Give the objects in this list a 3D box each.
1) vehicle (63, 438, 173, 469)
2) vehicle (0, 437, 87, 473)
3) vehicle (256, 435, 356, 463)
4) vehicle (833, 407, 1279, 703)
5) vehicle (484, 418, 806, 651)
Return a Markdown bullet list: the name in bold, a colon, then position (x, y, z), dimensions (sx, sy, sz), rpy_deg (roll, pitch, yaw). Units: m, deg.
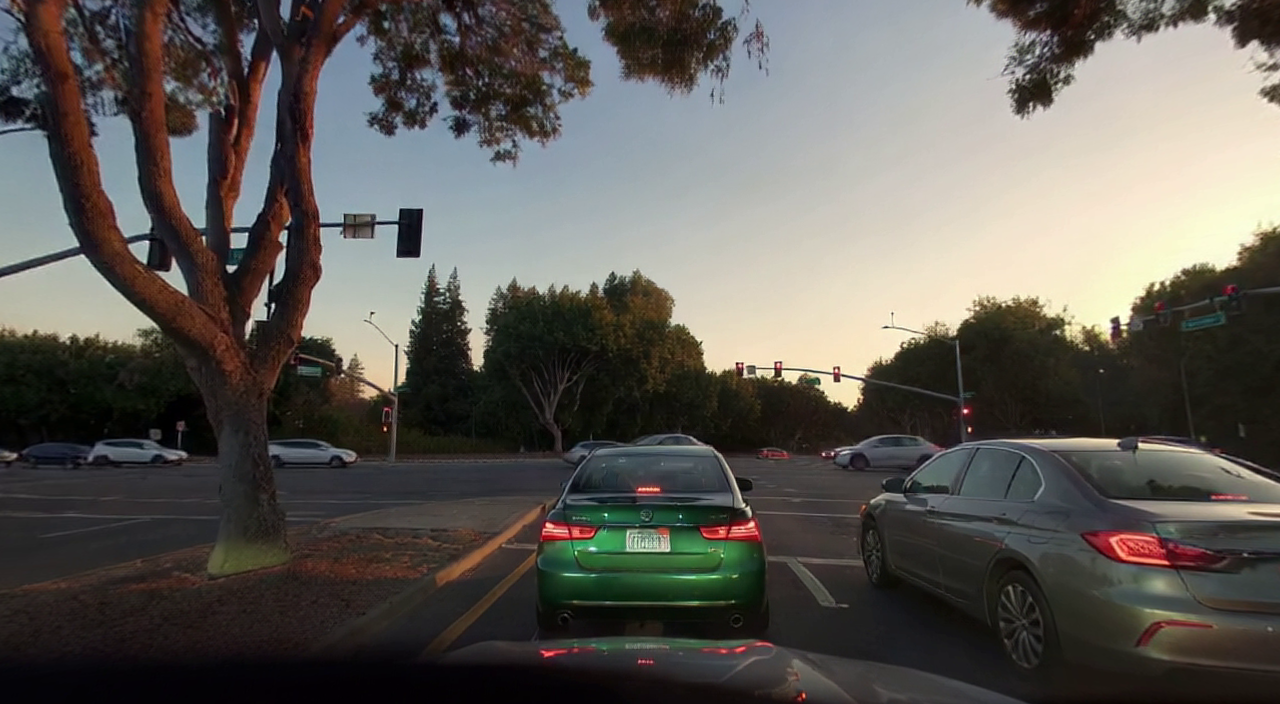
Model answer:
- **vehicle**: position (-28.035, 5.443, 33.993), dimensions (4.416, 1.597, 1.887), rpy_deg (-1, -9, 6)
- **vehicle**: position (-29.955, 5.000, 30.729), dimensions (4.517, 1.637, 1.935), rpy_deg (-1, -9, 7)
- **vehicle**: position (-19.511, 5.691, 37.077), dimensions (4.754, 1.583, 1.954), rpy_deg (0, -9, -2)
- **vehicle**: position (3.097, 1.300, 4.854), dimensions (1.861, 1.479, 4.371), rpy_deg (0, -9, 0)
- **vehicle**: position (0.028, 1.467, 6.146), dimensions (2.026, 1.458, 4.175), rpy_deg (0, -9, 0)
